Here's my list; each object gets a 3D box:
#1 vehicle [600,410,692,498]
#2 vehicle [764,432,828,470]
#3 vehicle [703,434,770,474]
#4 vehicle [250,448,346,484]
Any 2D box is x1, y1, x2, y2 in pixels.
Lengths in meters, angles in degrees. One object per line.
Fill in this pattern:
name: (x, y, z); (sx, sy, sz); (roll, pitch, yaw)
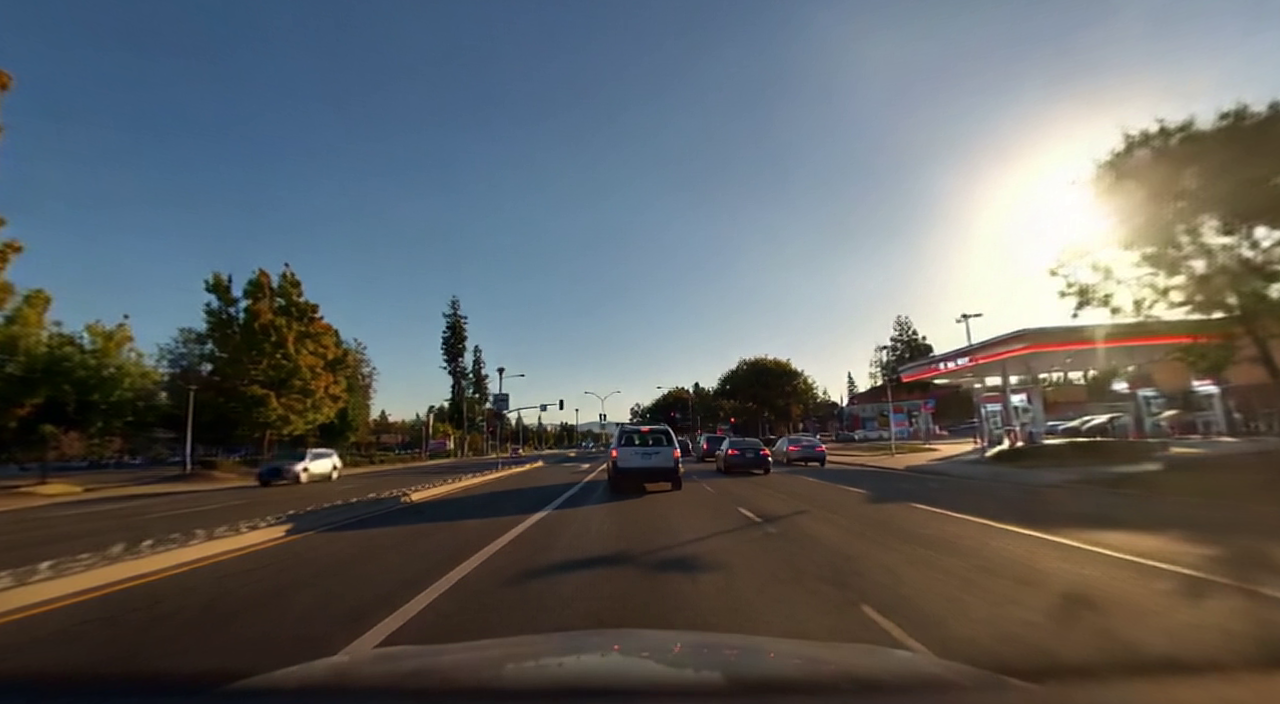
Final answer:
vehicle: (0.041, 2.613, 16.492); (2.038, 1.917, 4.900); (0, -8, -2)
vehicle: (6.979, 4.496, 28.728); (1.793, 1.585, 4.130); (0, -8, -1)
vehicle: (3.824, 4.139, 25.781); (1.940, 1.474, 4.234); (0, -8, -2)
vehicle: (-15.522, 5.168, 29.007); (1.914, 1.496, 4.361); (0, -8, 1)
